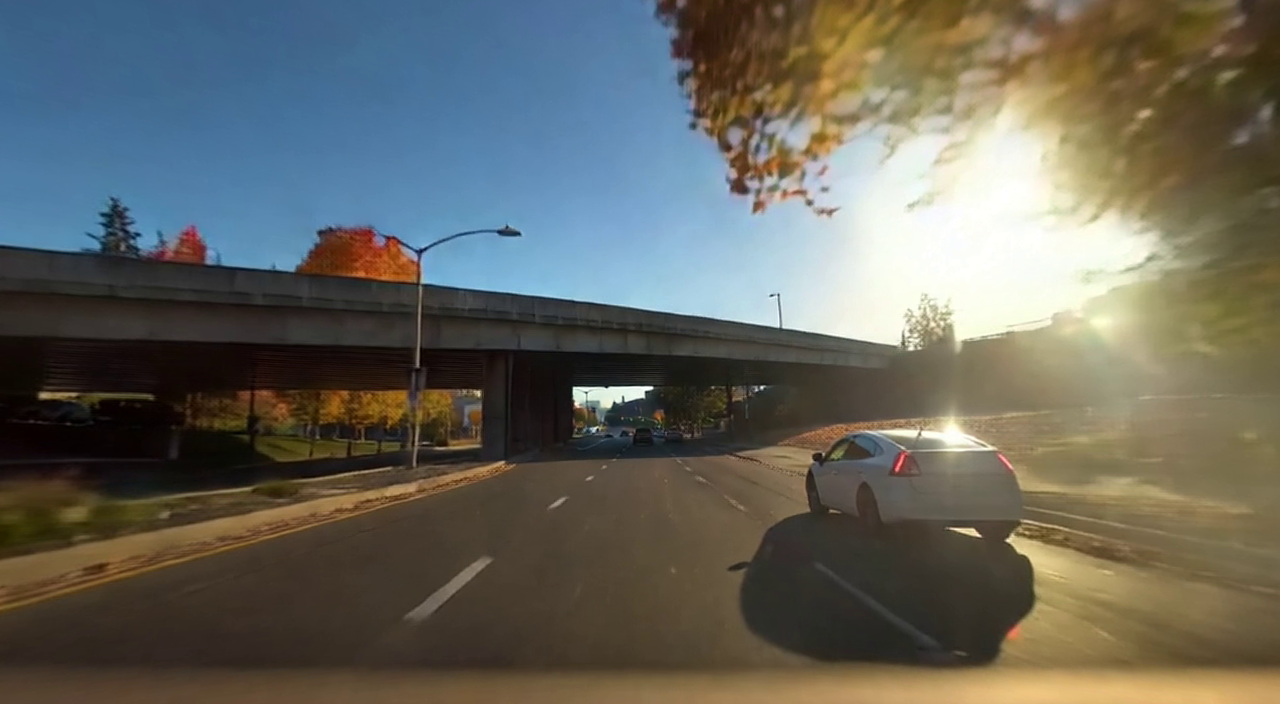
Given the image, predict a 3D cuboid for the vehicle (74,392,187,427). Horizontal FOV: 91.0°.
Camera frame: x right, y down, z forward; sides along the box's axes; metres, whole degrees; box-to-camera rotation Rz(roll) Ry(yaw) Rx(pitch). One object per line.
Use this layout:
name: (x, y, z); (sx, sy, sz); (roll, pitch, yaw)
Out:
vehicle: (-37.151, 4.298, 46.230); (2.256, 2.170, 6.436); (-1, -8, 9)

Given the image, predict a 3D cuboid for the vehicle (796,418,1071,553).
vehicle: (3.957, 1.872, 9.563); (2.063, 1.542, 4.420); (0, -8, 1)
